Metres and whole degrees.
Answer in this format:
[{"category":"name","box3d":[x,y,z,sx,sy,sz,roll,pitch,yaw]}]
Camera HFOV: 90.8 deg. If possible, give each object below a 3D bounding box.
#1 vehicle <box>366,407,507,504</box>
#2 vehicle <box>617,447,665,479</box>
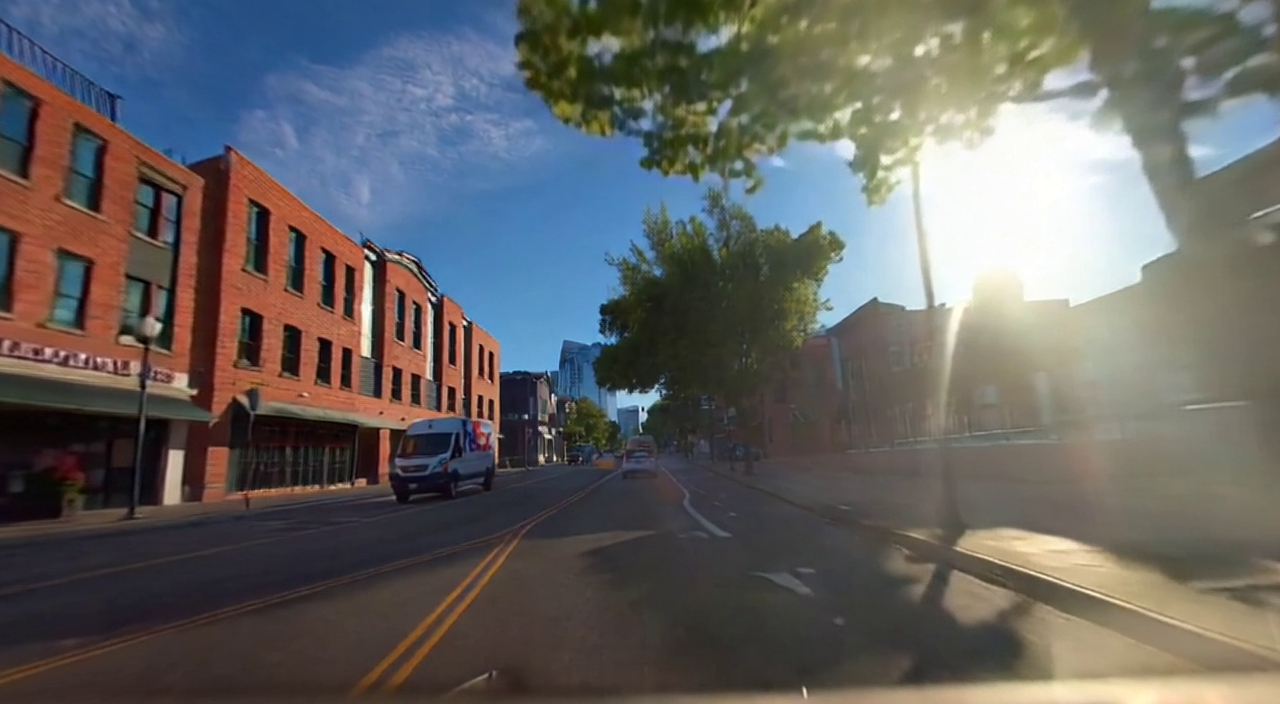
[{"category":"vehicle","box3d":[-7.240,3.847,23.765,2.754,3.065,7.103,0,-9,1]},{"category":"vehicle","box3d":[0.106,5.871,33.682,2.356,1.572,4.810,0,-9,1]}]
